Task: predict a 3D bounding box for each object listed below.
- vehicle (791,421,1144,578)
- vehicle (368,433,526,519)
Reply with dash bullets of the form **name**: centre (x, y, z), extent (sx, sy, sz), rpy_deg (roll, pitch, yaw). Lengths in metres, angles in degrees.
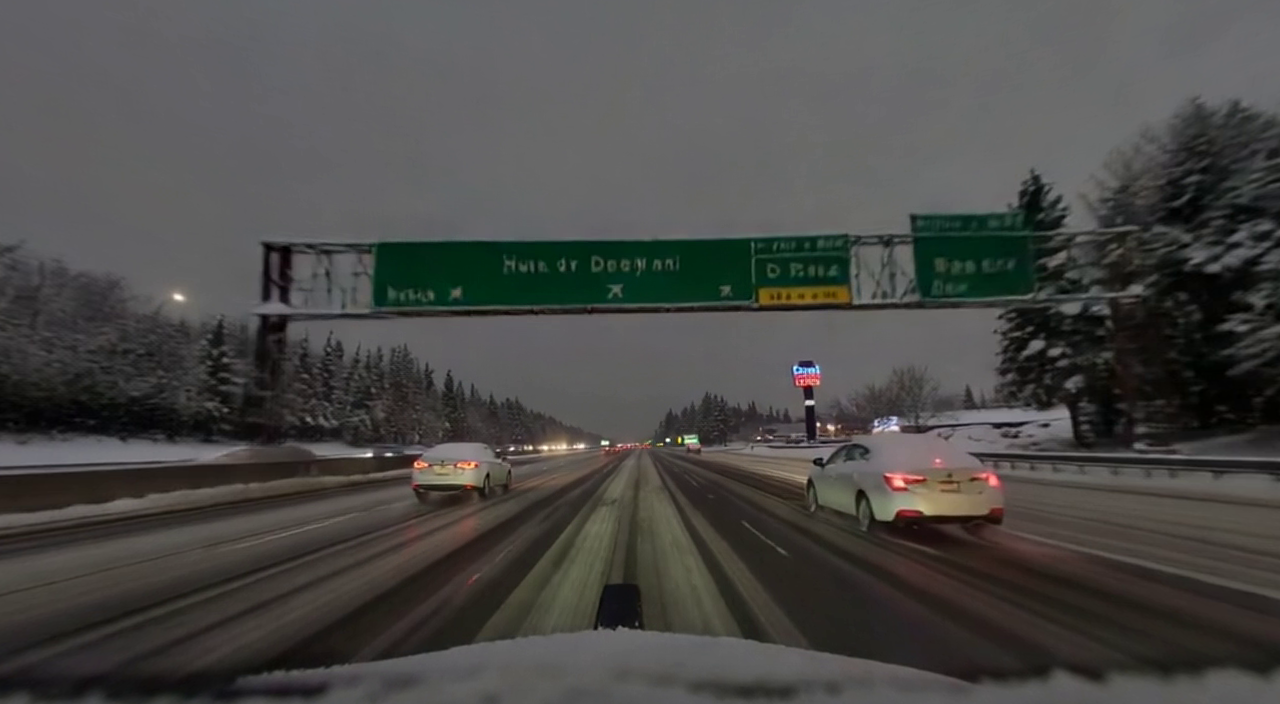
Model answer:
- **vehicle**: centre (3.788, 1.799, 8.659), extent (2.164, 1.507, 4.914), rpy_deg (0, -8, -1)
- **vehicle**: centre (-3.802, 2.503, 13.320), extent (1.939, 1.508, 4.272), rpy_deg (0, -8, 1)
